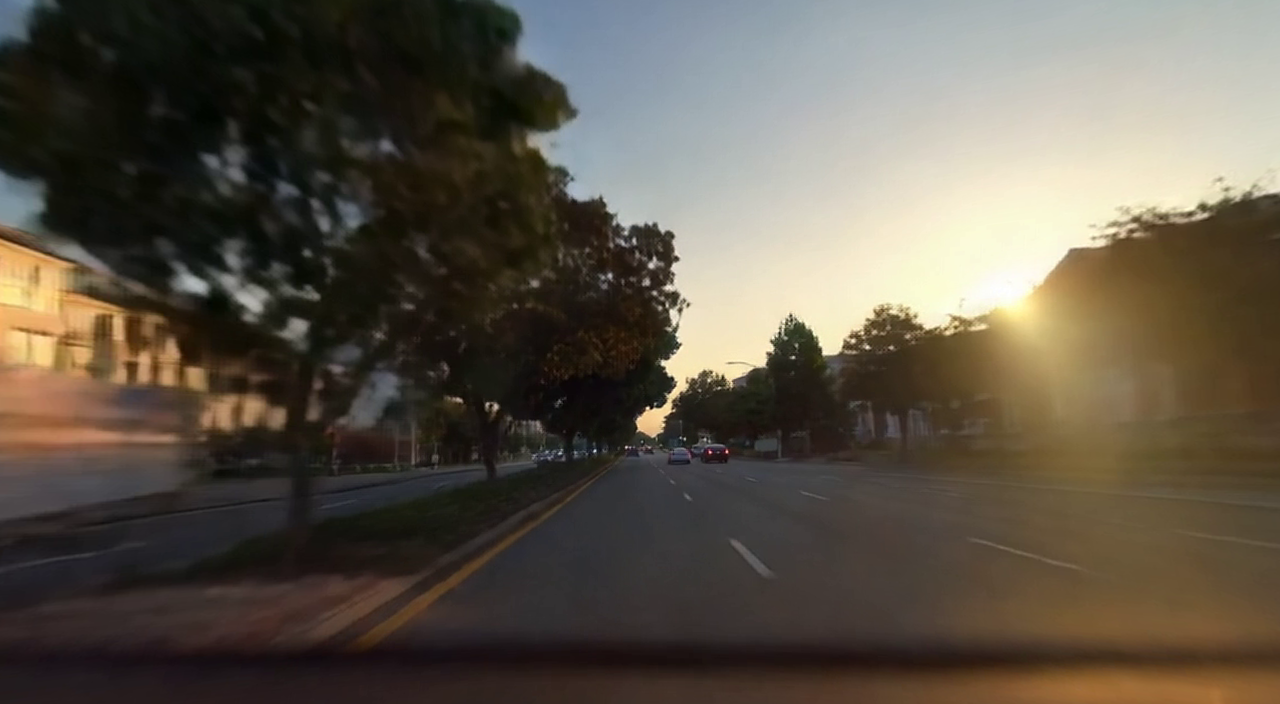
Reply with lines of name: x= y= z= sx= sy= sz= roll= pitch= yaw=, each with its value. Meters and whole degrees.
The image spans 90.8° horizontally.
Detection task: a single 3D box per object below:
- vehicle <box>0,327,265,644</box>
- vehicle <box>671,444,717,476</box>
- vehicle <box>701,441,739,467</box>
vehicle: x=-5.640 y=0.929 z=4.375 sx=2.425 sy=2.167 sz=5.888 roll=0 pitch=-9 yaw=0
vehicle: x=2.777 y=5.694 z=33.599 sx=1.917 sy=1.538 sz=4.259 roll=0 pitch=-9 yaw=-2
vehicle: x=5.727 y=7.347 z=45.601 sx=1.946 sy=1.773 sz=4.641 roll=0 pitch=-9 yaw=-2
